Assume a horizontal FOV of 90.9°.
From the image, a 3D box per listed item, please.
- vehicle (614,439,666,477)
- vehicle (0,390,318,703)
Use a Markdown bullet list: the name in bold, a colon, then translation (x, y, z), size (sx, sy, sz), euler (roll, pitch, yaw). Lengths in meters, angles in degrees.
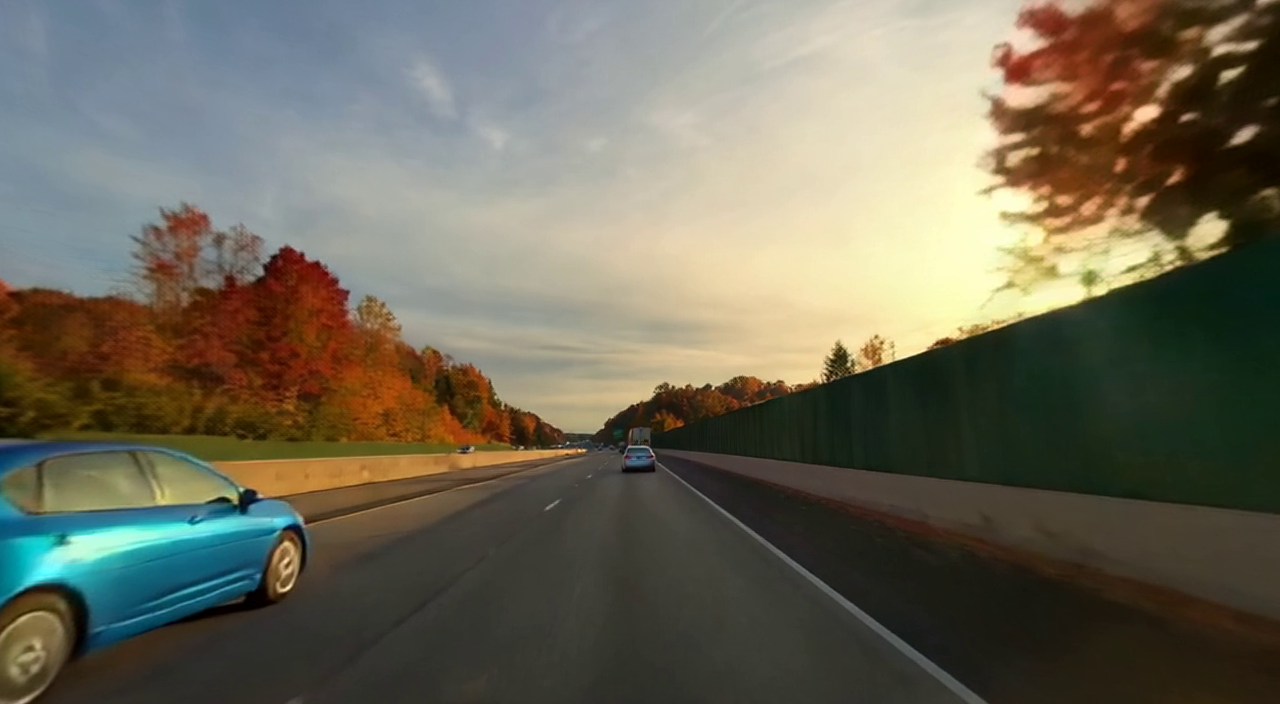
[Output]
- **vehicle**: translation (-0.052, 4.510, 27.073), size (2.057, 1.516, 4.065), euler (0, -8, -1)
- **vehicle**: translation (-3.887, 1.035, 3.469), size (2.054, 1.536, 4.128), euler (0, -8, 0)
